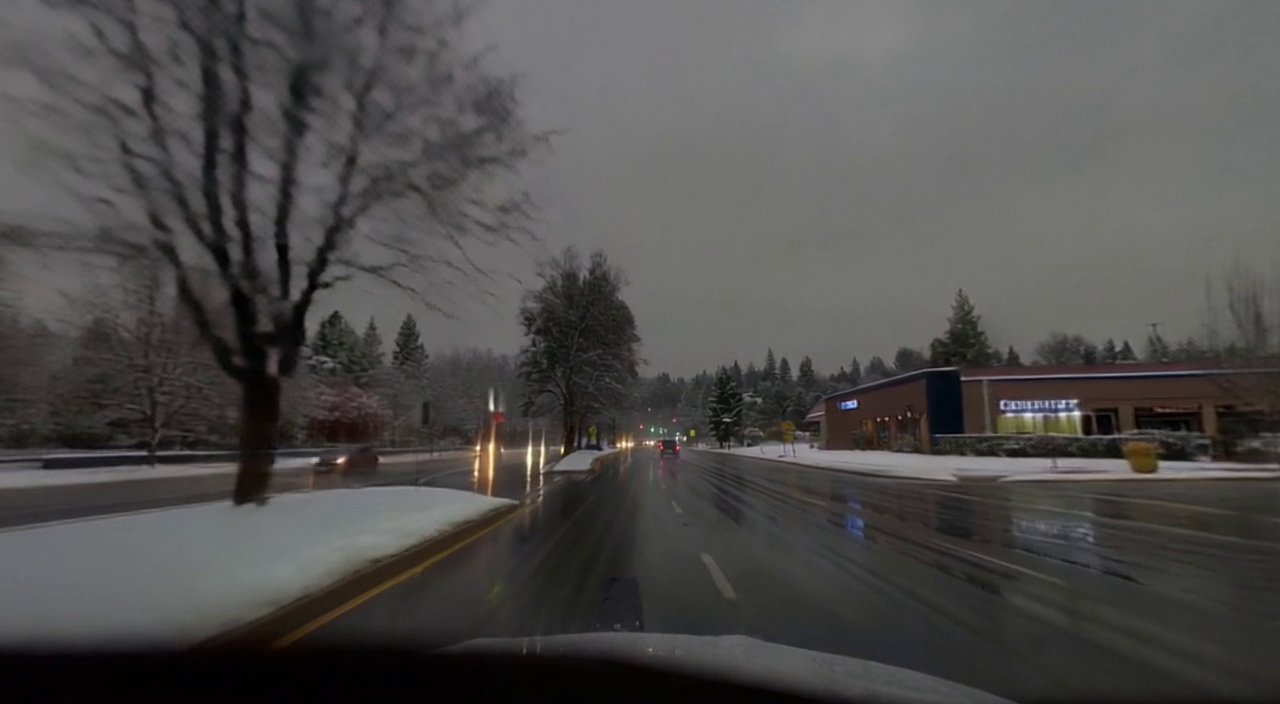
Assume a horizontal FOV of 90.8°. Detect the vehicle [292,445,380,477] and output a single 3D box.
[{"bbox_3d":[-14.678,5.259,30.791,1.967,1.453,4.539,0,-9,1],"label":"vehicle"}]
